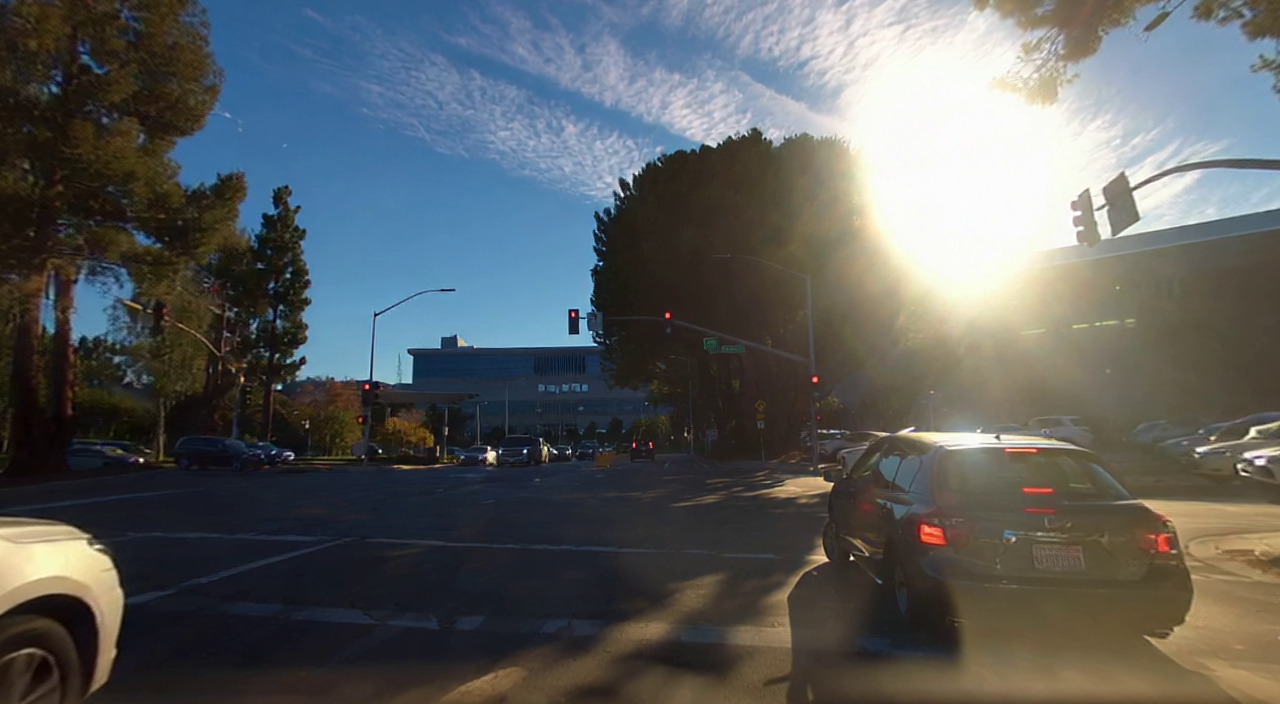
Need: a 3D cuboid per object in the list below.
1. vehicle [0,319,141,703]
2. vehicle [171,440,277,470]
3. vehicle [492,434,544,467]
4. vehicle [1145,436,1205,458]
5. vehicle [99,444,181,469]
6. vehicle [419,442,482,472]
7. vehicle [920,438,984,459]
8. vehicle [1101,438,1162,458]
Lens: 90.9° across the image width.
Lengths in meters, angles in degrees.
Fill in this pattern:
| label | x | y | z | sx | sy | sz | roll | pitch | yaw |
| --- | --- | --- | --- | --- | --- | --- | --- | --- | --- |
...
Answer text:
| label | x | y | z | sx | sy | sz | roll | pitch | yaw |
| --- | --- | --- | --- | --- | --- | --- | --- | --- | --- |
| vehicle | -3.423 | 0.519 | 0.692 | 2.000 | 1.789 | 4.638 | 0 | -8 | -2 |
| vehicle | -24.545 | 6.070 | 37.315 | 4.844 | 1.690 | 2.028 | 0 | -8 | 2 |
| vehicle | -7.160 | 5.851 | 37.451 | 2.081 | 1.818 | 4.782 | 0 | -8 | 1 |
| vehicle | 41.213 | 7.366 | 48.696 | 1.767 | 1.456 | 4.191 | -5 | -12 | 15 |
| vehicle | -38.665 | 8.066 | 48.826 | 4.516 | 1.834 | 2.016 | 0 | -8 | -1 |
| vehicle | -10.635 | 5.903 | 35.701 | 2.041 | 1.548 | 4.868 | 0 | -8 | 0 |
| vehicle | 21.472 | 6.646 | 43.376 | 3.576 | 1.425 | 1.702 | 2 | -9 | -12 |
| vehicle | 38.492 | 7.544 | 49.500 | 1.837 | 1.514 | 4.786 | -2 | -9 | 13 |
